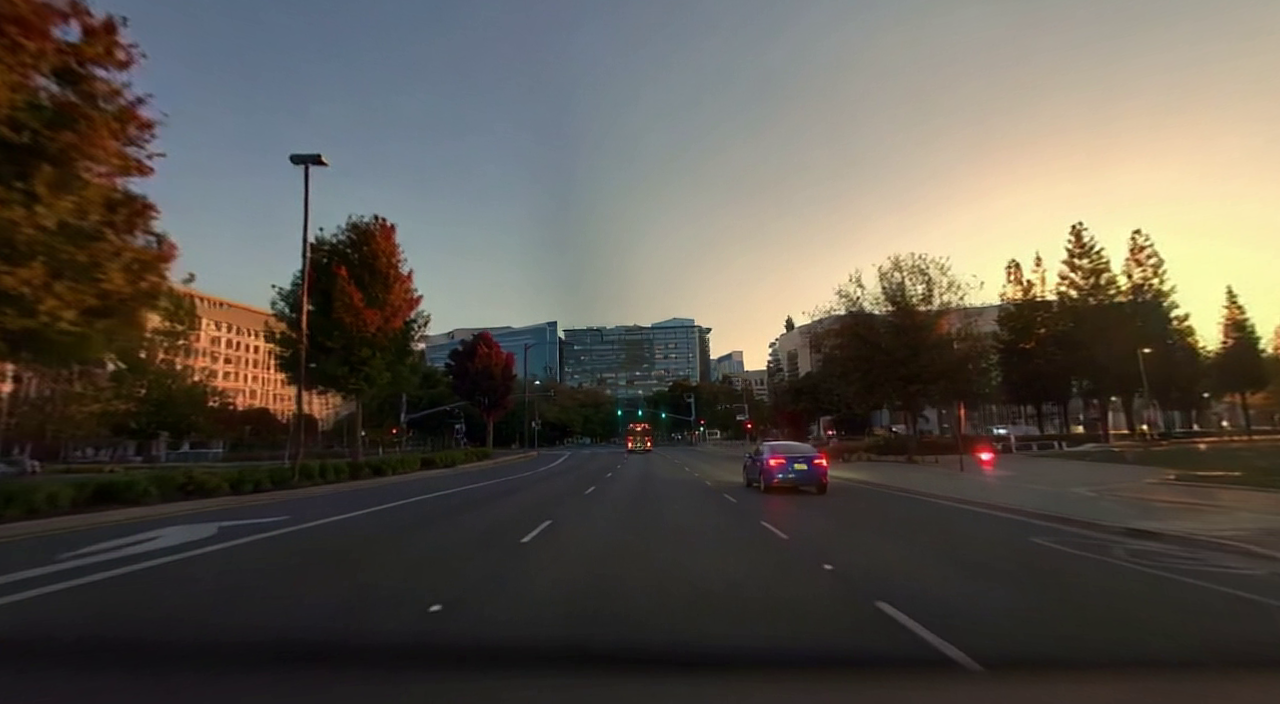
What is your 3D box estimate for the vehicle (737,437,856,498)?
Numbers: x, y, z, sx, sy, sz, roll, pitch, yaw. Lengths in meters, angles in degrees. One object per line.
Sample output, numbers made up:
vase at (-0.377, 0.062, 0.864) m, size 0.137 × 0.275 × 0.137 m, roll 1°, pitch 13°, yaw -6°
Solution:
vehicle at (4.100, 3.111, 17.444) m, size 2.005 × 1.442 × 4.675 m, roll 0°, pitch -8°, yaw -1°
